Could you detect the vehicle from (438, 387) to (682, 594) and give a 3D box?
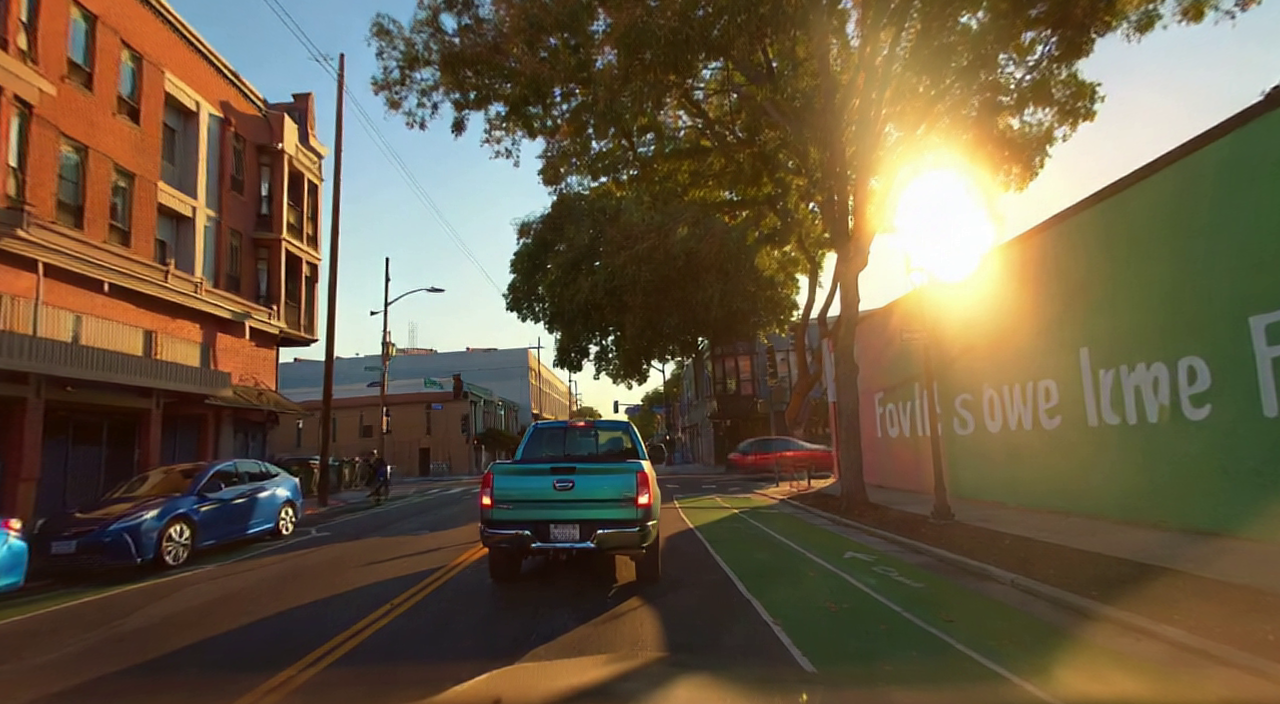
[{"bbox_3d":[-0.706,1.602,8.147,2.215,1.882,4.611,0,-8,1],"label":"vehicle"}]

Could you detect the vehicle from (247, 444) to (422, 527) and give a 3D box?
[{"bbox_3d":[-7.394,3.231,16.058,1.884,1.730,5.076,0,-8,0],"label":"vehicle"}]

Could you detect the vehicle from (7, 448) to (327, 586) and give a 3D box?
[{"bbox_3d":[-7.162,2.454,10.375,1.882,1.686,4.489,0,-8,-2],"label":"vehicle"}]
